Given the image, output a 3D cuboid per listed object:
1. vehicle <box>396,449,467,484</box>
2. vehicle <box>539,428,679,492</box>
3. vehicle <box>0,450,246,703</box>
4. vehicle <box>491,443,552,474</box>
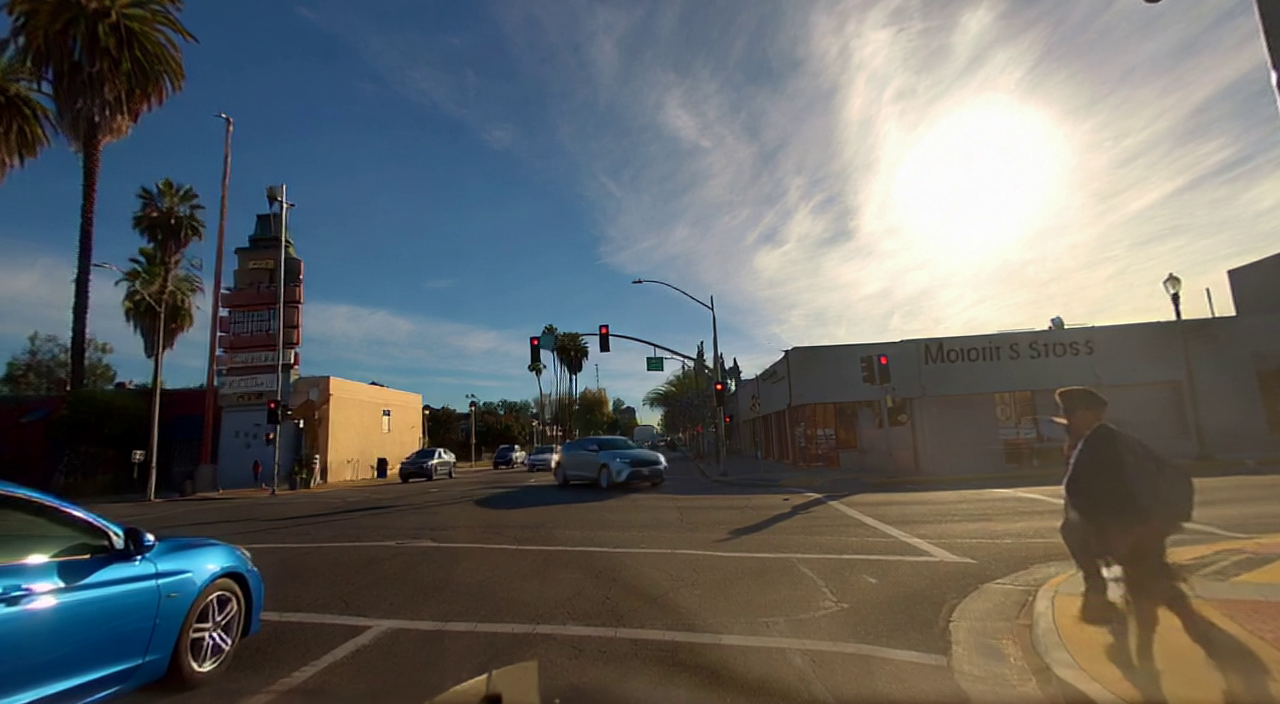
[{"bbox_3d":[-12.018,6.591,36.692,1.870,1.705,4.426,-7,-10,11],"label":"vehicle"},{"bbox_3d":[-1.105,3.309,19.694,2.092,1.709,4.775,6,-11,-35],"label":"vehicle"},{"bbox_3d":[-3.707,1.027,2.242,1.850,1.325,4.295,0,-9,0],"label":"vehicle"},{"bbox_3d":[-7.546,6.859,40.940,2.050,1.792,5.507,-2,-9,10],"label":"vehicle"}]
